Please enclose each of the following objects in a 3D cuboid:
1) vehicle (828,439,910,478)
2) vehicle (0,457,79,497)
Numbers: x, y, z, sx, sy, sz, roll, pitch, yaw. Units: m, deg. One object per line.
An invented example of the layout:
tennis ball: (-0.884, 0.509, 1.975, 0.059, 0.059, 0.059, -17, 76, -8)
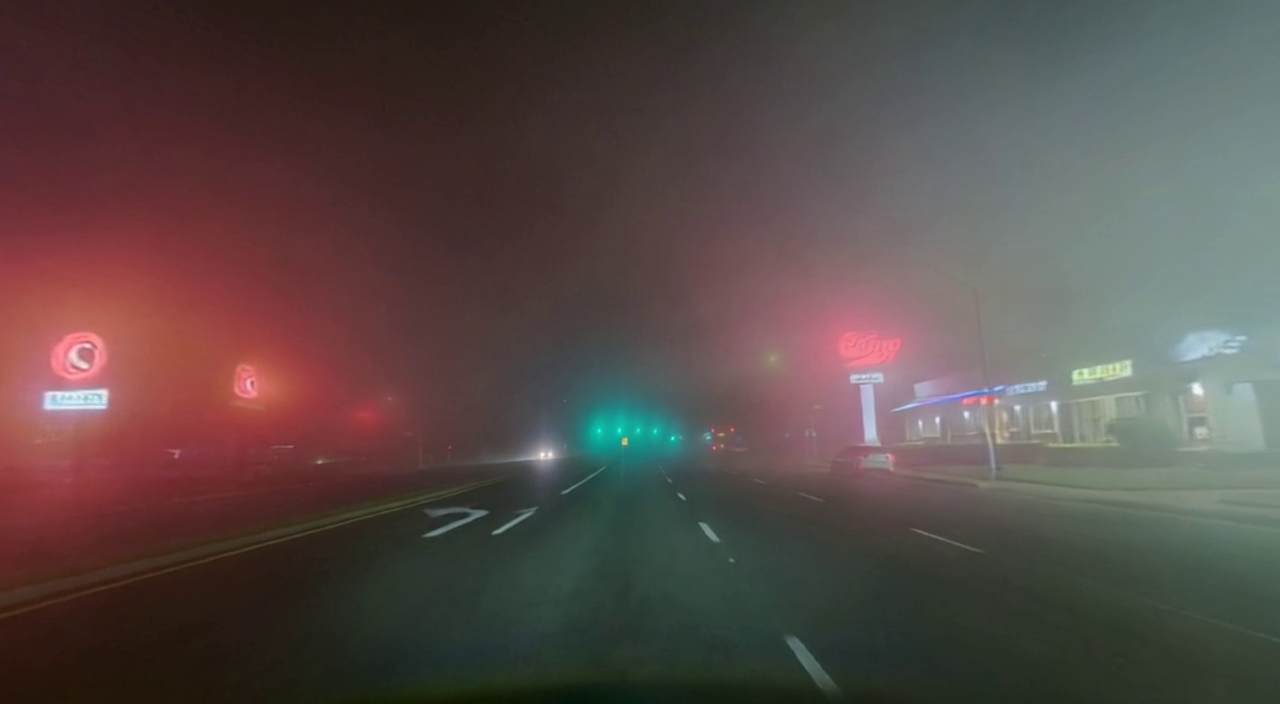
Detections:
vehicle: (10.136, 4.728, 28.361, 1.886, 1.556, 4.513, 0, -8, -2)
vehicle: (-34.849, 7.175, 36.204, 2.341, 2.080, 5.408, 3, -11, -23)
